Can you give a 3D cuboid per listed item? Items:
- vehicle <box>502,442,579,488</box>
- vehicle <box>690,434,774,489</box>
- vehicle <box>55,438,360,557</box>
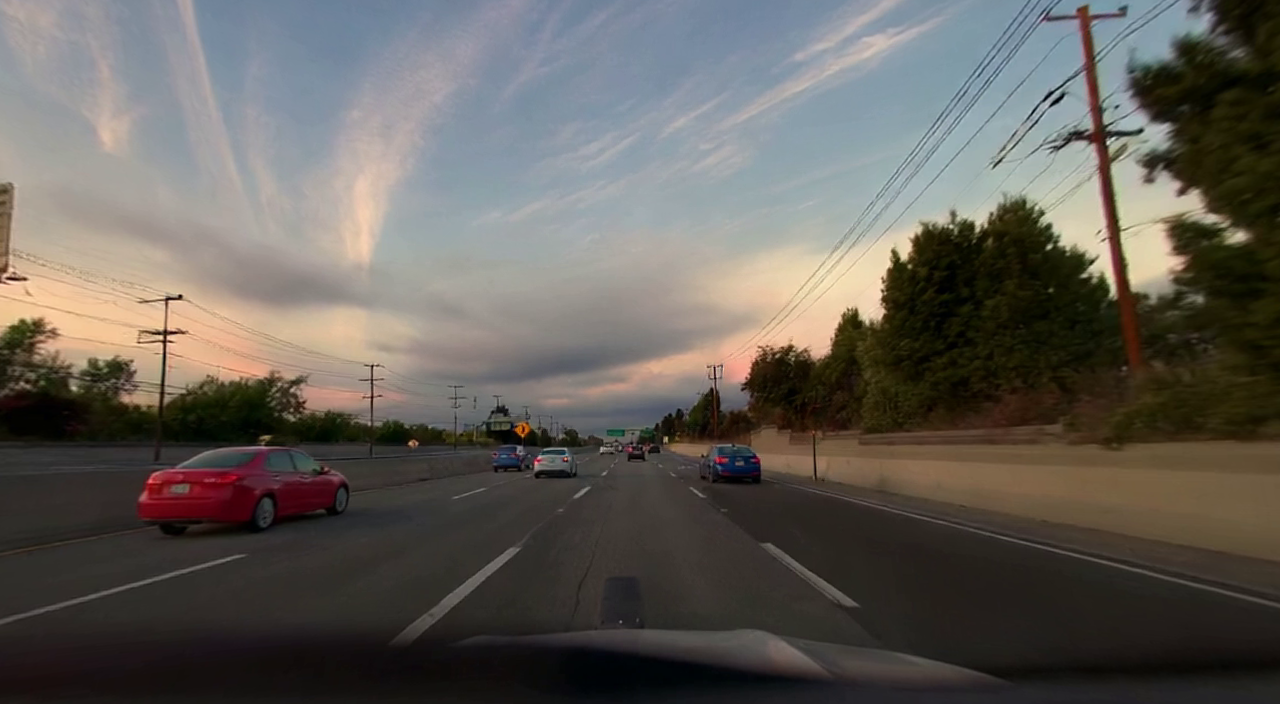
[{"bbox_3d":[-3.451,4.015,22.848,2.066,1.488,4.377,0,-8,0],"label":"vehicle"},{"bbox_3d":[3.040,3.727,21.829,2.100,1.659,4.387,0,-8,-2],"label":"vehicle"},{"bbox_3d":[-6.434,2.158,10.162,1.903,1.482,4.180,0,-8,0],"label":"vehicle"}]
